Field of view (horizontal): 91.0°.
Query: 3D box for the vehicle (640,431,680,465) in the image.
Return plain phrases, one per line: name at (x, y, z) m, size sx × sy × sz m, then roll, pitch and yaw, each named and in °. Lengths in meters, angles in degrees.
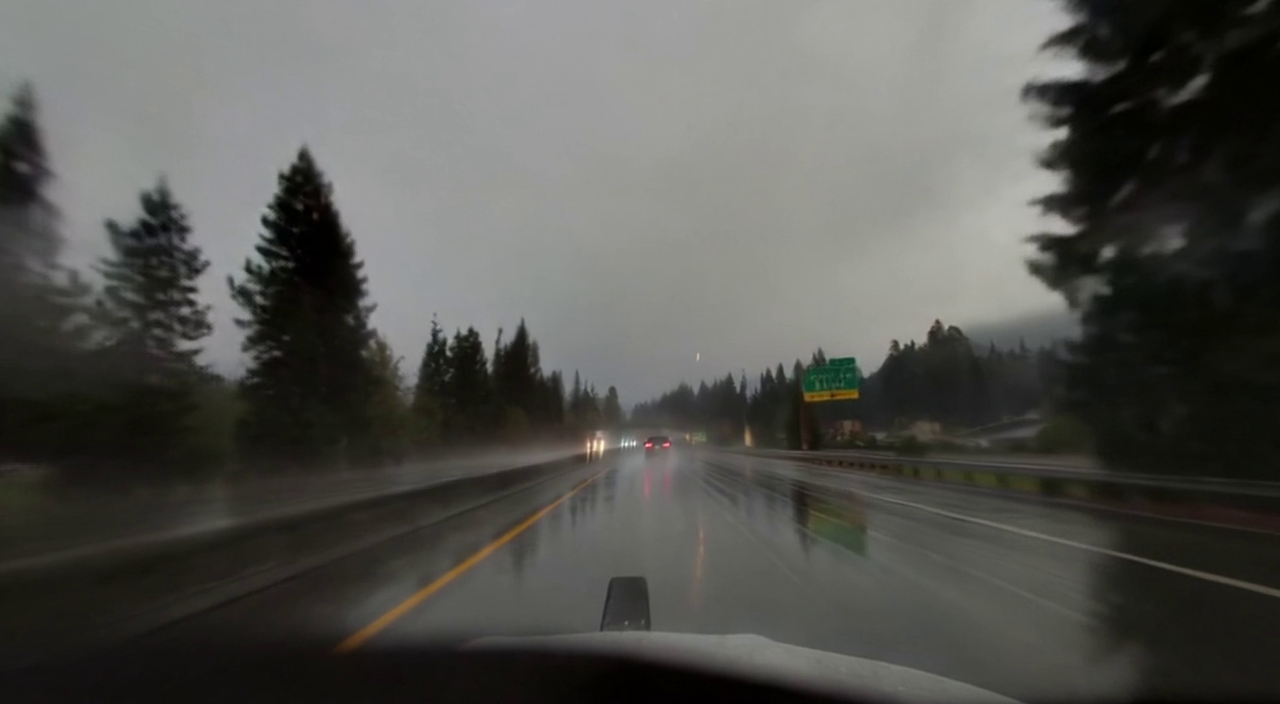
vehicle at (1.224, 5.930, 38.922) m, size 2.301 × 1.944 × 4.554 m, roll 0°, pitch -8°, yaw 2°
